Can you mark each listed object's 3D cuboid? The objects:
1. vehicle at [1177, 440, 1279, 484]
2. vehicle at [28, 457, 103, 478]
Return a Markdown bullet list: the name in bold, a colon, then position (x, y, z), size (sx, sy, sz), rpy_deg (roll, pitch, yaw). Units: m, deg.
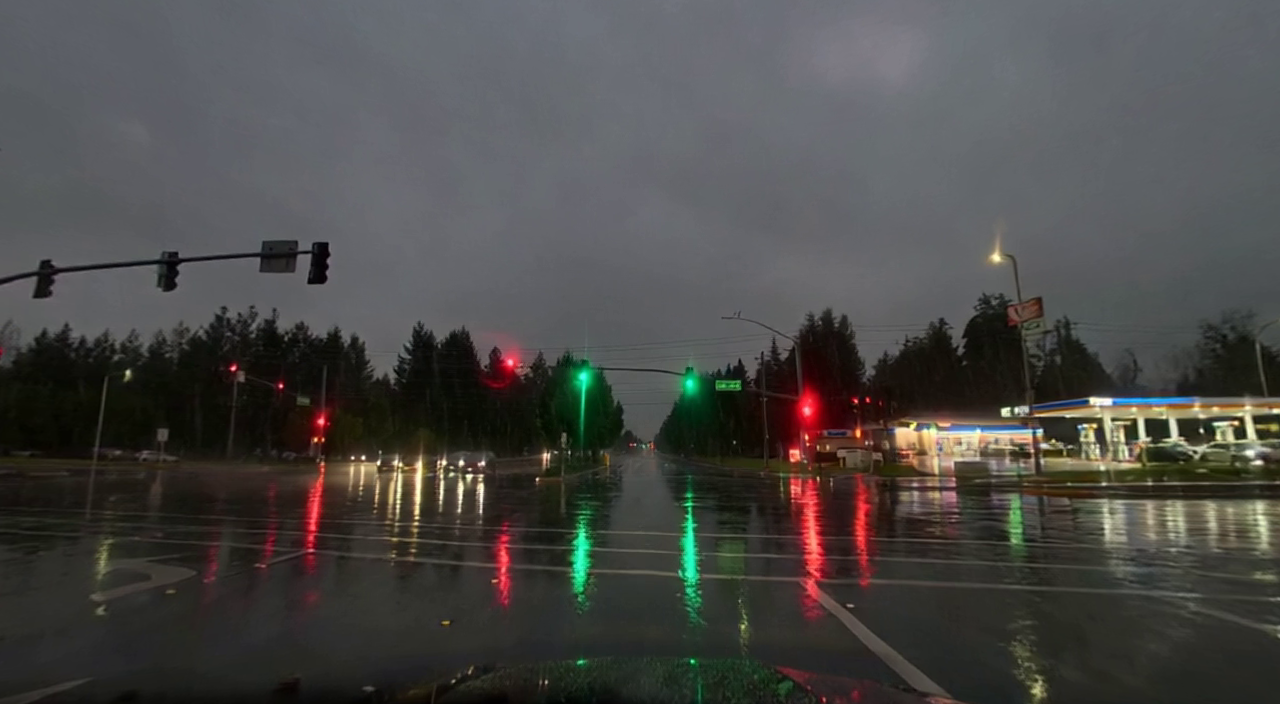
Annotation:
- **vehicle**: position (22.089, 3.785, 21.843), size (4.716, 1.455, 2.060), rpy_deg (-3, -9, 17)
- **vehicle**: position (-42.308, 8.481, 46.447), size (4.465, 1.469, 1.971), rpy_deg (-3, -9, 17)
